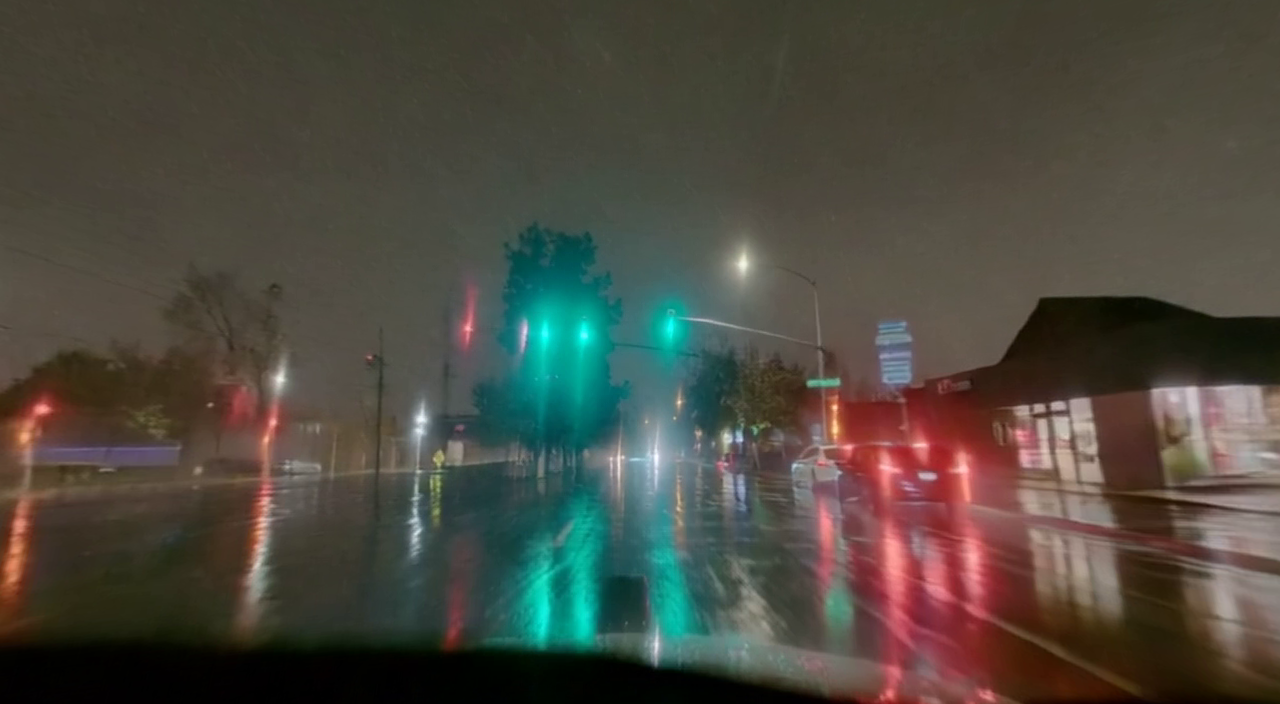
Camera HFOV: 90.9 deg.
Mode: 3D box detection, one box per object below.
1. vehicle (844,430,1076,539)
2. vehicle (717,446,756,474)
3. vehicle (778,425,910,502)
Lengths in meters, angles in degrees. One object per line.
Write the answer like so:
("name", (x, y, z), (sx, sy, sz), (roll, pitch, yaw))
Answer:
("vehicle", (5.811, 2.438, 12.434), (1.845, 1.664, 5.285), (0, -9, 0))
("vehicle", (6.228, 6.996, 41.113), (1.955, 1.679, 3.890), (0, -8, 0))
("vehicle", (5.970, 3.324, 19.305), (2.182, 2.019, 5.247), (0, -8, -1))
